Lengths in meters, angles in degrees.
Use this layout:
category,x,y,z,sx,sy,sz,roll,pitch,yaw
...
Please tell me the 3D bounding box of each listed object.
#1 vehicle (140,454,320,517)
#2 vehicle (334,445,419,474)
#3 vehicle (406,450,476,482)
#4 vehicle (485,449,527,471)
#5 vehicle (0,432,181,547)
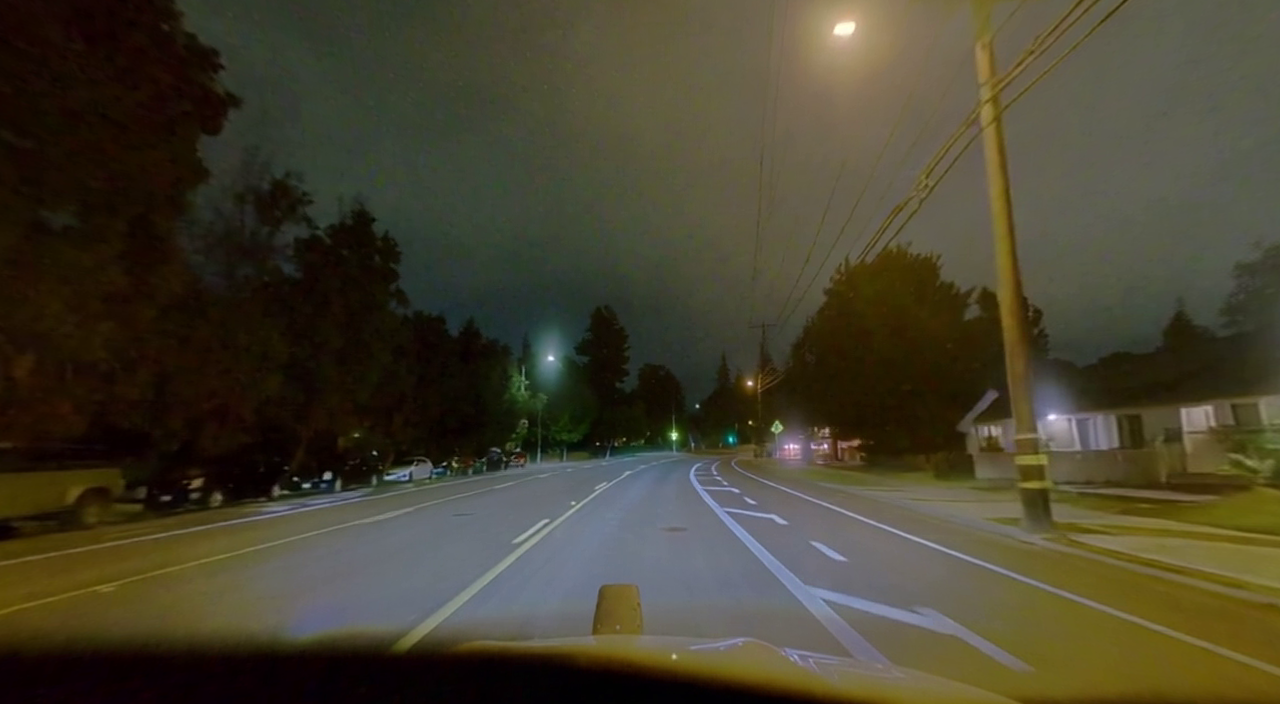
category,x,y,z,sx,sy,sz,roll,pitch,yaw
vehicle,-11.559,3.741,18.246,1.908,1.491,4.627,0,-8,4
vehicle,-16.452,6.691,39.434,4.411,1.737,1.950,1,-8,-4
vehicle,-10.738,6.160,34.340,1.945,1.514,4.635,0,-8,5
vehicle,-9.691,7.856,45.832,1.900,1.471,4.462,0,-8,3
vehicle,-11.870,2.588,12.008,2.114,1.925,5.449,-3,-9,0
